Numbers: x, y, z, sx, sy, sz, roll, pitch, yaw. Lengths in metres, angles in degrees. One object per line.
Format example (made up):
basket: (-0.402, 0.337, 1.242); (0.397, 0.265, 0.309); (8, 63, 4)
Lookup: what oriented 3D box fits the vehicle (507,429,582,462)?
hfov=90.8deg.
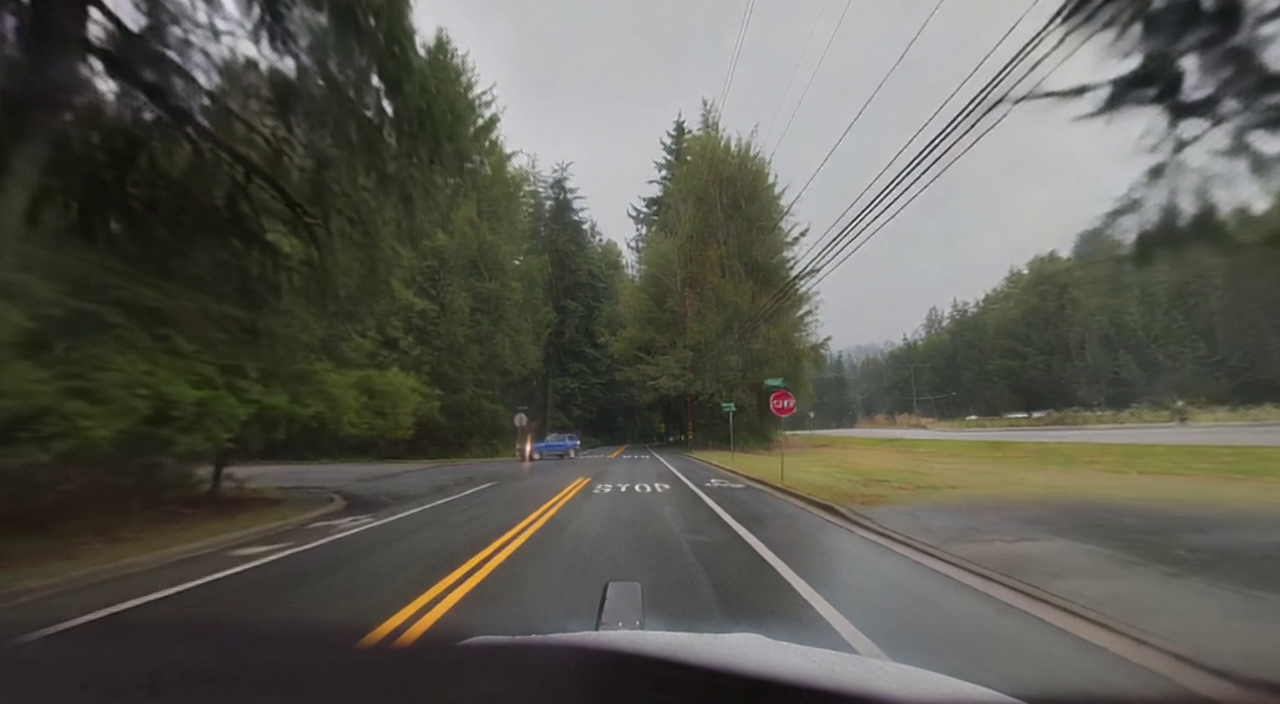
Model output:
vehicle: (-5.959, 5.939, 40.079); (2.348, 1.973, 5.020); (-4, -9, 24)
